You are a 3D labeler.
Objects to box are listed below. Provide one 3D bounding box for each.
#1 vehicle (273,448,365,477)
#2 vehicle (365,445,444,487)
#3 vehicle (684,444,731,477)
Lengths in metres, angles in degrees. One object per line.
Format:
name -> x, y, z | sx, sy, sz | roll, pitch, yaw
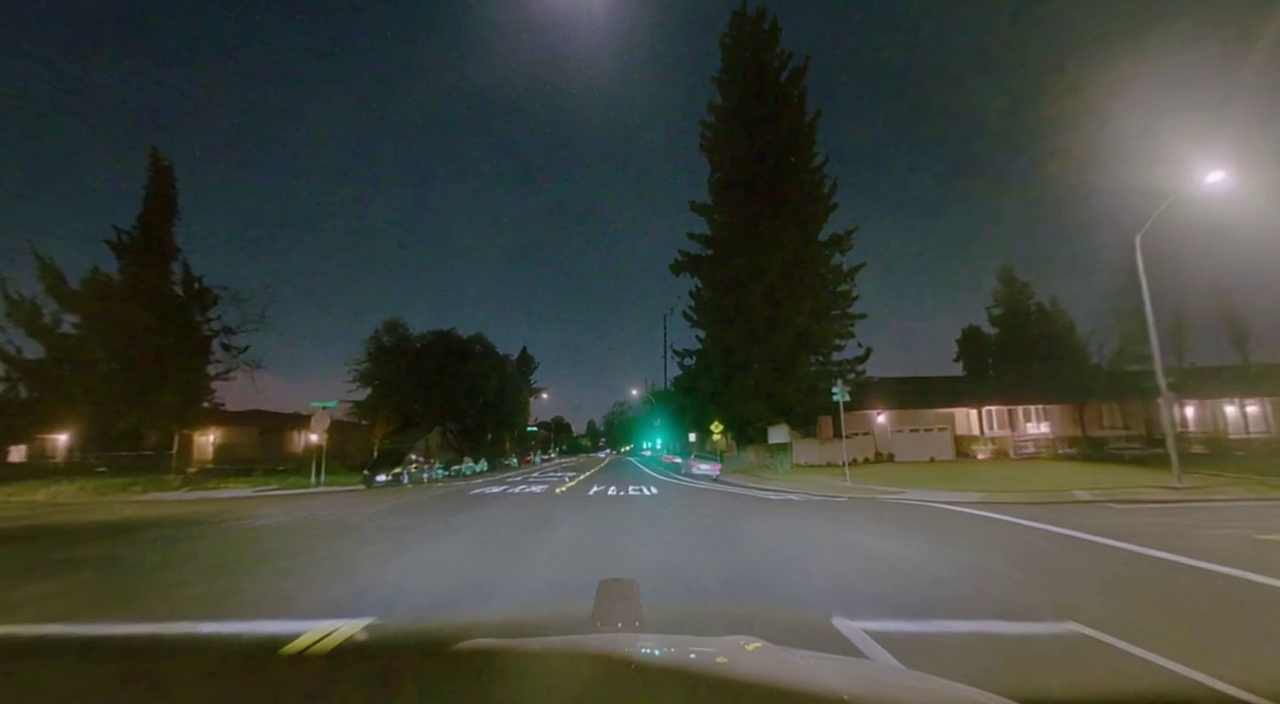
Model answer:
vehicle -> -19.453, 6.690, 38.416 | 4.450, 1.677, 2.027 | 0, -9, -3
vehicle -> -12.184, 5.917, 33.176 | 2.199, 1.988, 5.454 | 0, -9, -2
vehicle -> 3.789, 6.192, 36.309 | 2.027, 1.751, 4.433 | 0, -9, -2
